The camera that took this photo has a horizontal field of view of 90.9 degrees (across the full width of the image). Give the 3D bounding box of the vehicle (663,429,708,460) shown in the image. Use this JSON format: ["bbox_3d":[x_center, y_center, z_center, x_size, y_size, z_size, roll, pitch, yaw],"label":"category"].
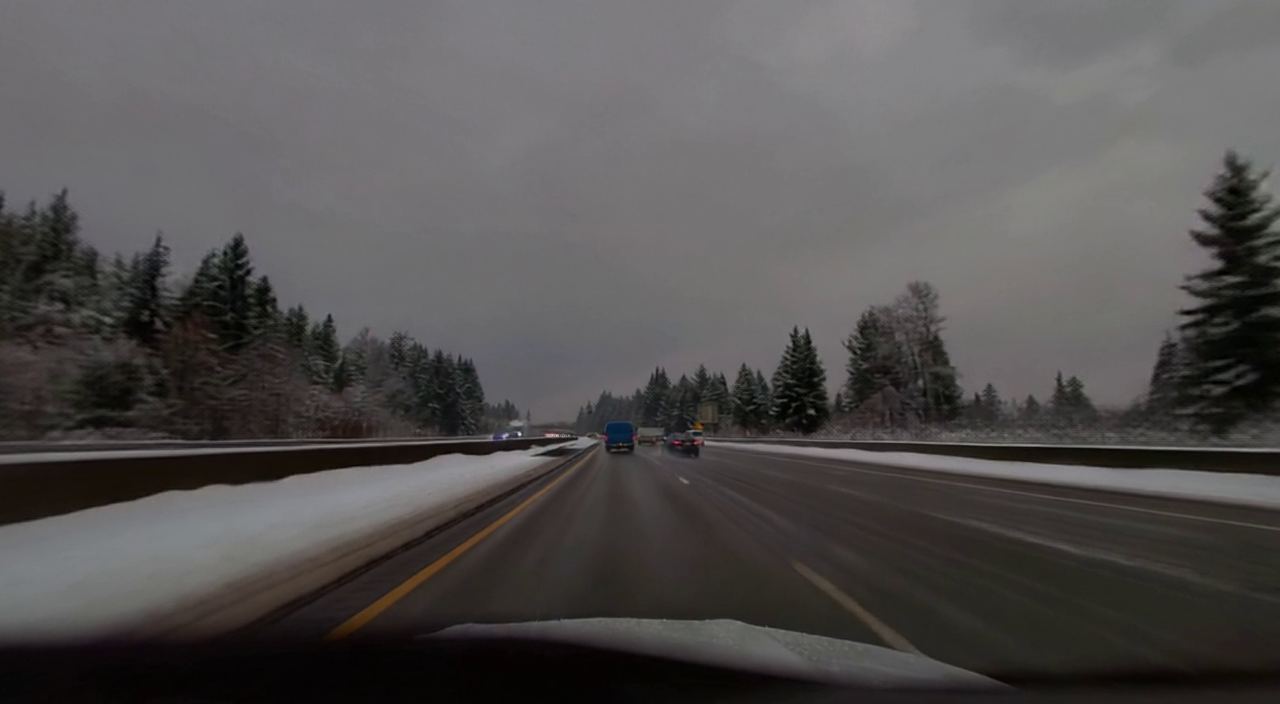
[{"bbox_3d":[2.442,5.081,34.804,1.996,1.589,3.715,0,-8,-3],"label":"vehicle"}]

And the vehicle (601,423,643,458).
[{"bbox_3d":[-1.115,5.434,38.953,2.403,1.994,4.683,0,-8,-2],"label":"vehicle"}]
